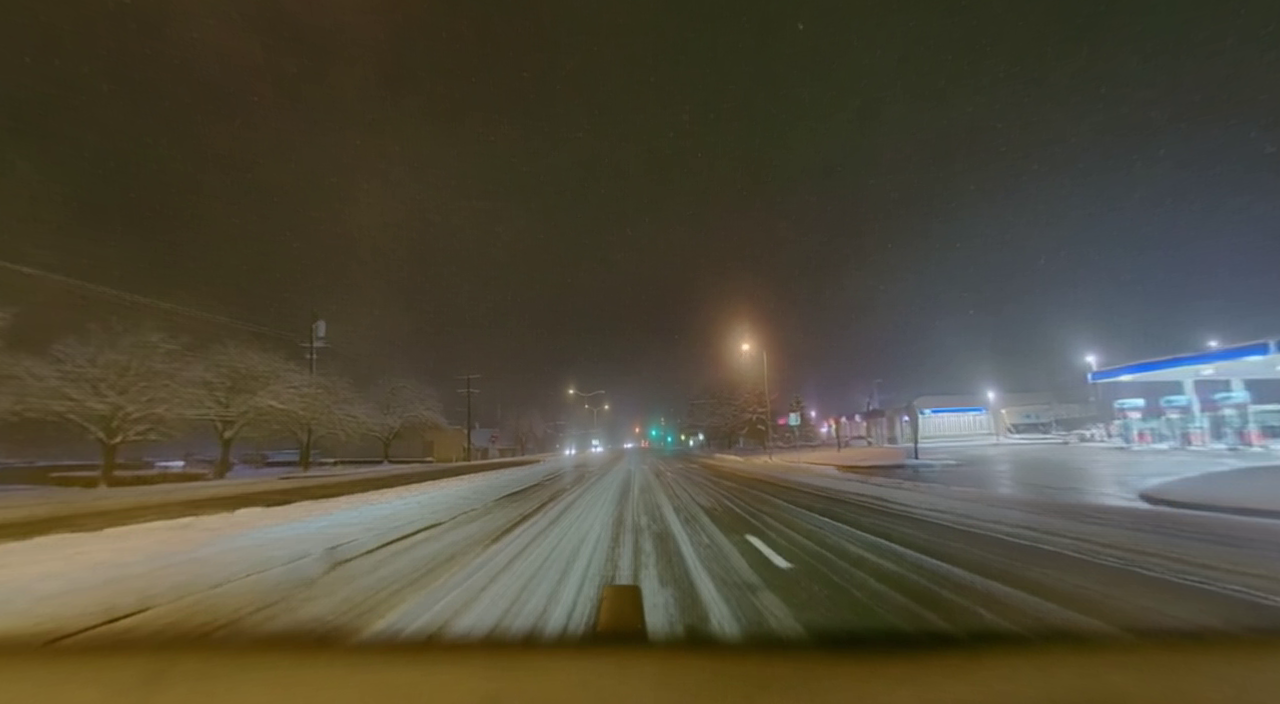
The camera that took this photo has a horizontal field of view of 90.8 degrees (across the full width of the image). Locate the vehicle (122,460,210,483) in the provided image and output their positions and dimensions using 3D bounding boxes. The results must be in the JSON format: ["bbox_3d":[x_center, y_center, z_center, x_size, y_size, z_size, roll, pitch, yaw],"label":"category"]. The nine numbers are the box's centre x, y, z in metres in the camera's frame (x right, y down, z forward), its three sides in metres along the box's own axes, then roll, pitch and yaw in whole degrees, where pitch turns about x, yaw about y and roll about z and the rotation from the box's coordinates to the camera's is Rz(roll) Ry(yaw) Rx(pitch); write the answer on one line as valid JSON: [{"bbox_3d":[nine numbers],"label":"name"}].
[{"bbox_3d":[-33.437,8.446,44.653,4.683,1.495,2.052,-1,-9,5],"label":"vehicle"}]
